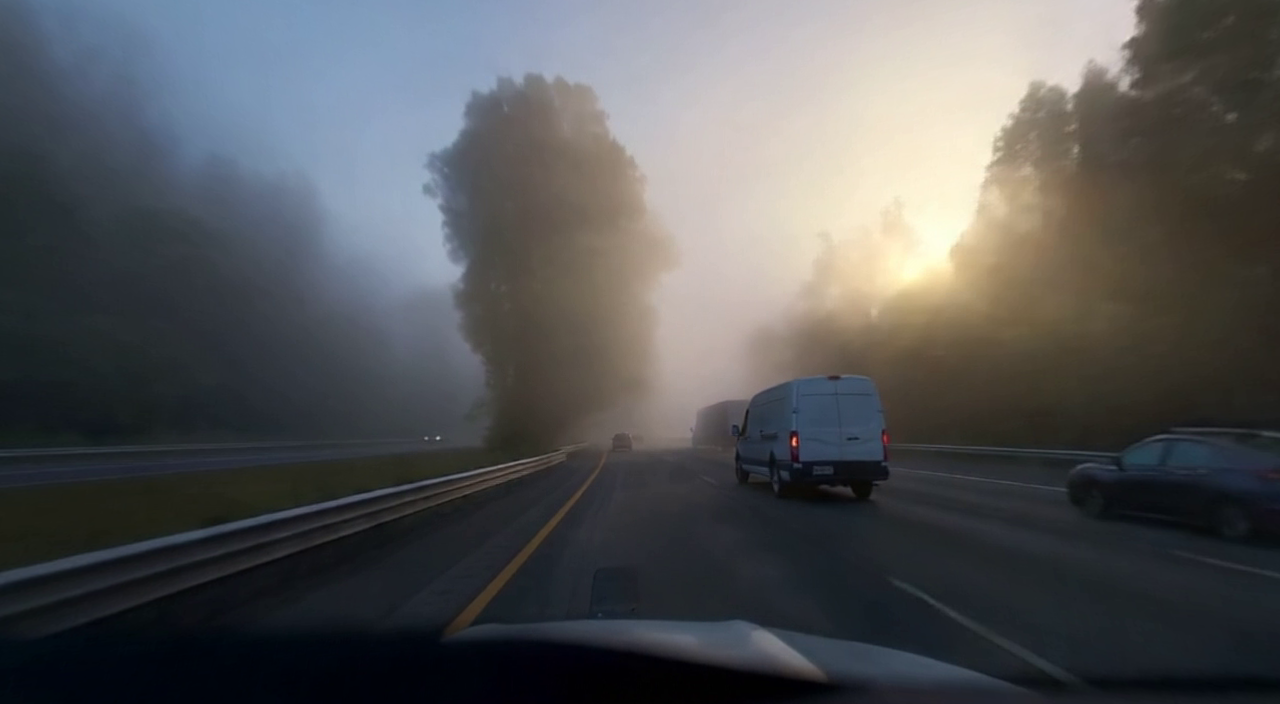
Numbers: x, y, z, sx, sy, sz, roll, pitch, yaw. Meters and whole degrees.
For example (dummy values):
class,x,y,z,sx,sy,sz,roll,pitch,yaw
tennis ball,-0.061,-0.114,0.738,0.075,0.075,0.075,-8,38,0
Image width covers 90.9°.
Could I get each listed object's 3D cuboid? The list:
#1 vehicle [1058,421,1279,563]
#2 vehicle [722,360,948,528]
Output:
class,x,y,z,sx,sy,sz,roll,pitch,yaw
vehicle,7.541,1.642,7.958,1.821,1.468,3.805,0,-8,-1
vehicle,3.312,1.739,12.321,2.436,2.521,5.409,0,-8,-2
